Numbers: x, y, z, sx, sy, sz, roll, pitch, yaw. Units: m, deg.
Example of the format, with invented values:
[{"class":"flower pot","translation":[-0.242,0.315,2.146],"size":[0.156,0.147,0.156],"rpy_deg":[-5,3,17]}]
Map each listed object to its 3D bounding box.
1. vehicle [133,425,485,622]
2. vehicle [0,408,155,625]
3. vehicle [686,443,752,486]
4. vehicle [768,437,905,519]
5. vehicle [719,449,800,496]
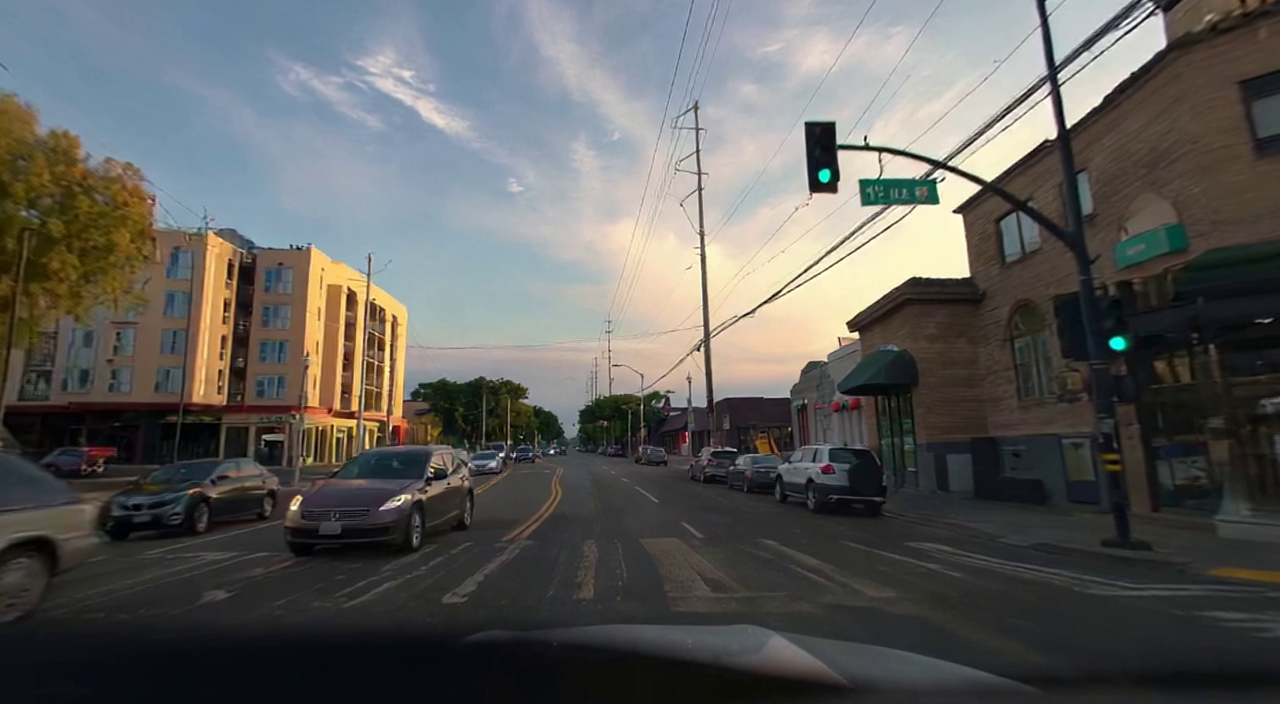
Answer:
[{"class":"vehicle","translation":[-3.564,1.897,8.083],"size":[2.129,1.744,4.568],"rpy_deg":[0,-8,-2]},{"class":"vehicle","translation":[-6.505,1.325,4.738],"size":[1.906,1.872,4.904],"rpy_deg":[0,-8,-2]},{"class":"vehicle","translation":[3.602,5.263,29.988],"size":[2.059,1.804,5.182],"rpy_deg":[0,-9,-5]},{"class":"vehicle","translation":[5.194,3.363,17.544],"size":[1.945,1.931,4.778],"rpy_deg":[0,-9,-4]},{"class":"vehicle","translation":[4.391,4.496,23.950],"size":[1.915,1.569,4.117],"rpy_deg":[1,-9,-5]}]
